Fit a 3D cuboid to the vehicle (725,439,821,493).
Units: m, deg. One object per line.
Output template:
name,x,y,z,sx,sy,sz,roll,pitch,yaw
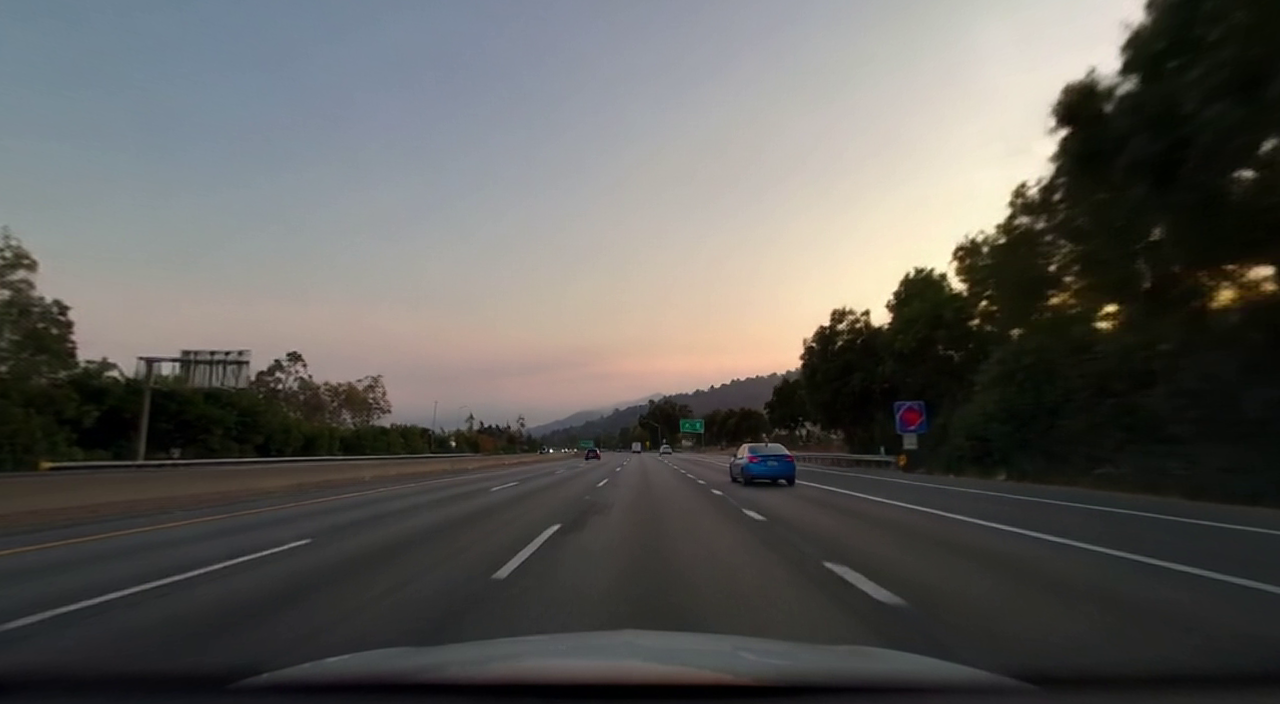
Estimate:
vehicle,4.064,3.567,20.047,2.033,1.501,4.398,0,-9,-1
